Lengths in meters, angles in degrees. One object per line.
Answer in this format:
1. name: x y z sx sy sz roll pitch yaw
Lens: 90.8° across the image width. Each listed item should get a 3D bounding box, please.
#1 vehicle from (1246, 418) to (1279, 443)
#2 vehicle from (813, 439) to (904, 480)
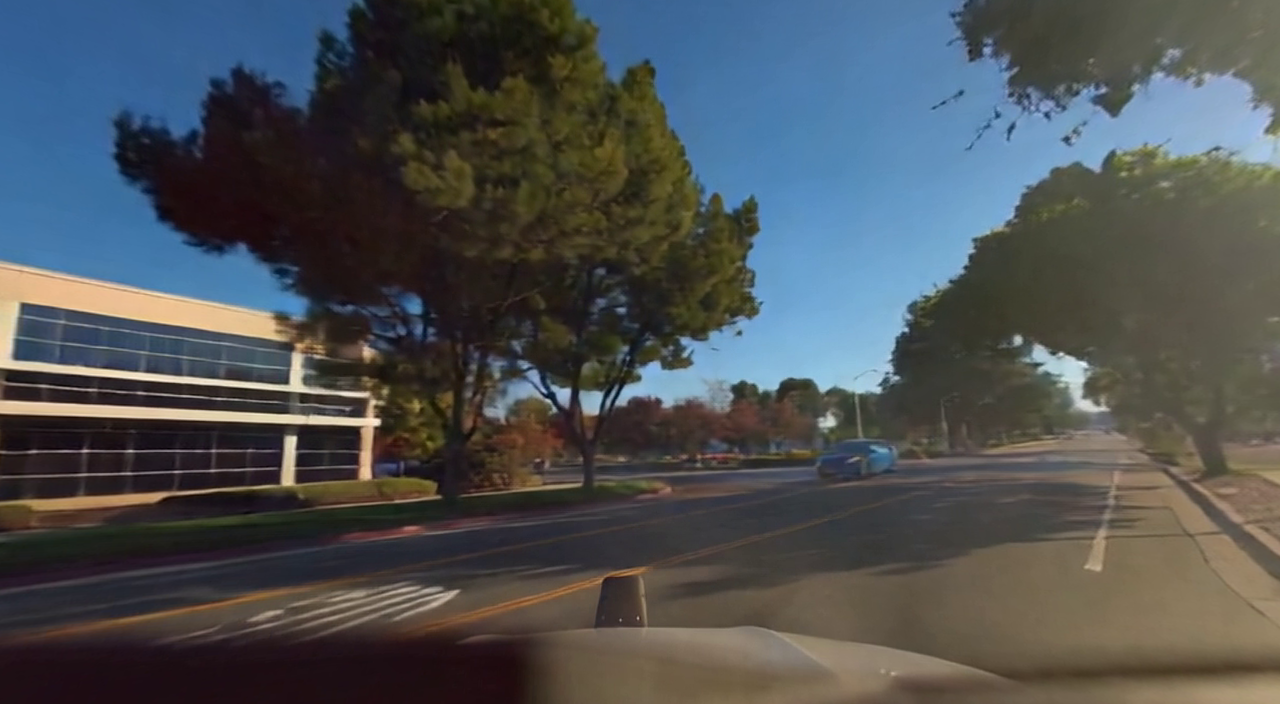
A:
1. vehicle: 46.362 5.798 46.534 2.039 1.707 4.518 -8 -11 40
2. vehicle: 8.744 4.205 25.083 1.926 1.465 4.433 -8 -11 38
